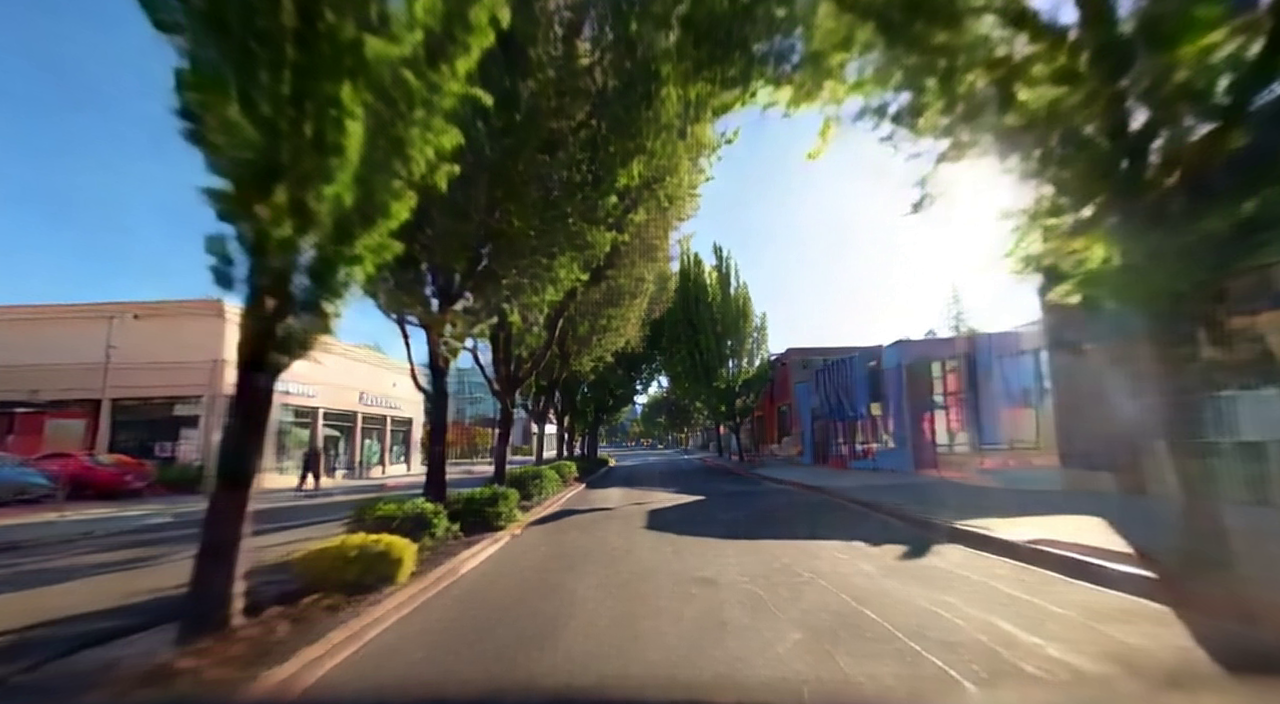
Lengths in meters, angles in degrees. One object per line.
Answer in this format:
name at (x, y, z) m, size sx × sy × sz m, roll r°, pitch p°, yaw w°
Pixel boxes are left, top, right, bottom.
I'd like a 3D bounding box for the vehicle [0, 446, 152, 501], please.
vehicle at (-18.256, 3.735, 19.884) m, size 1.837 × 1.471 × 4.756 m, roll 0°, pitch -8°, yaw 1°
